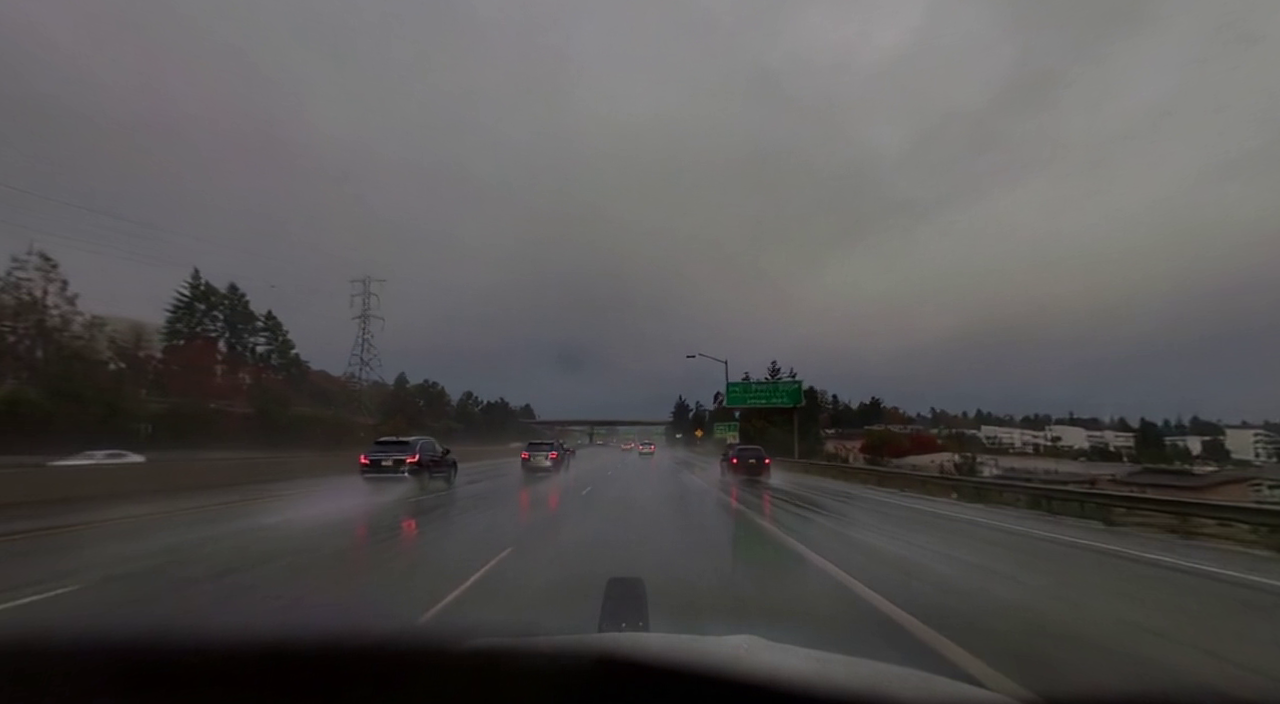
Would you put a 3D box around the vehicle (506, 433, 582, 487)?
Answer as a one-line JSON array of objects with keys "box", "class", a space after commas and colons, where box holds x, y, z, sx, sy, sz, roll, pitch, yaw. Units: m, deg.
[{"box": [-3.225, 3.712, 21.983, 1.961, 1.704, 4.052, 0, -8, 1], "class": "vehicle"}]

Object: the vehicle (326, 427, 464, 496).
[{"box": [-7.204, 3.270, 19.241, 2.162, 1.805, 4.853, 0, -8, 1], "class": "vehicle"}]

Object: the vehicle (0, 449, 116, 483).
[{"box": [-29.056, 5.628, 31.532, 1.822, 1.516, 4.466, 0, -8, 1], "class": "vehicle"}]

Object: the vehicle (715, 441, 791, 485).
[{"box": [4.139, 4.123, 23.771, 1.964, 1.479, 4.252, 0, -8, -1], "class": "vehicle"}]
